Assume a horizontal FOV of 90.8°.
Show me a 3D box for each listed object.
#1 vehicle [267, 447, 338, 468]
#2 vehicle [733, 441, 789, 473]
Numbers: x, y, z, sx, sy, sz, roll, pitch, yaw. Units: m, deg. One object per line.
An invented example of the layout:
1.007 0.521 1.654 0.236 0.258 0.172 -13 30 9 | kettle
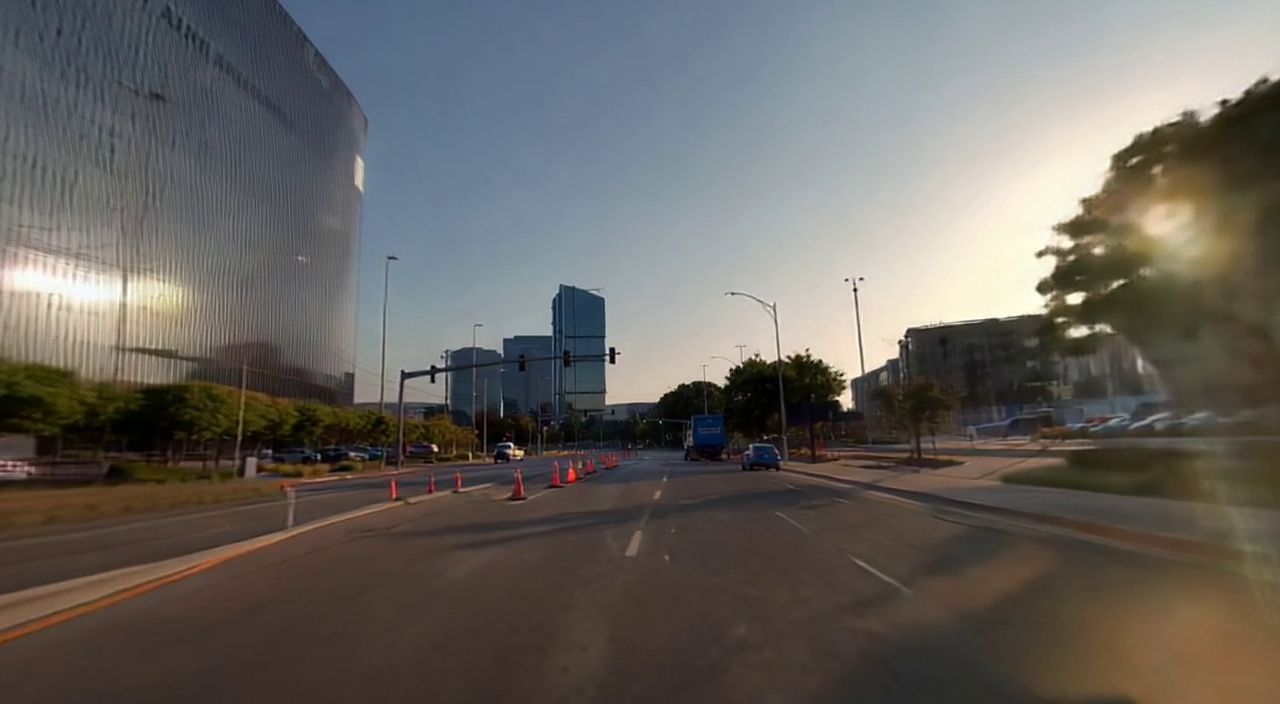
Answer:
-25.352 7.926 47.603 4.237 1.490 1.901 0 -8 -2 | vehicle
6.454 5.639 34.255 2.098 1.619 4.433 0 -8 -1 | vehicle
